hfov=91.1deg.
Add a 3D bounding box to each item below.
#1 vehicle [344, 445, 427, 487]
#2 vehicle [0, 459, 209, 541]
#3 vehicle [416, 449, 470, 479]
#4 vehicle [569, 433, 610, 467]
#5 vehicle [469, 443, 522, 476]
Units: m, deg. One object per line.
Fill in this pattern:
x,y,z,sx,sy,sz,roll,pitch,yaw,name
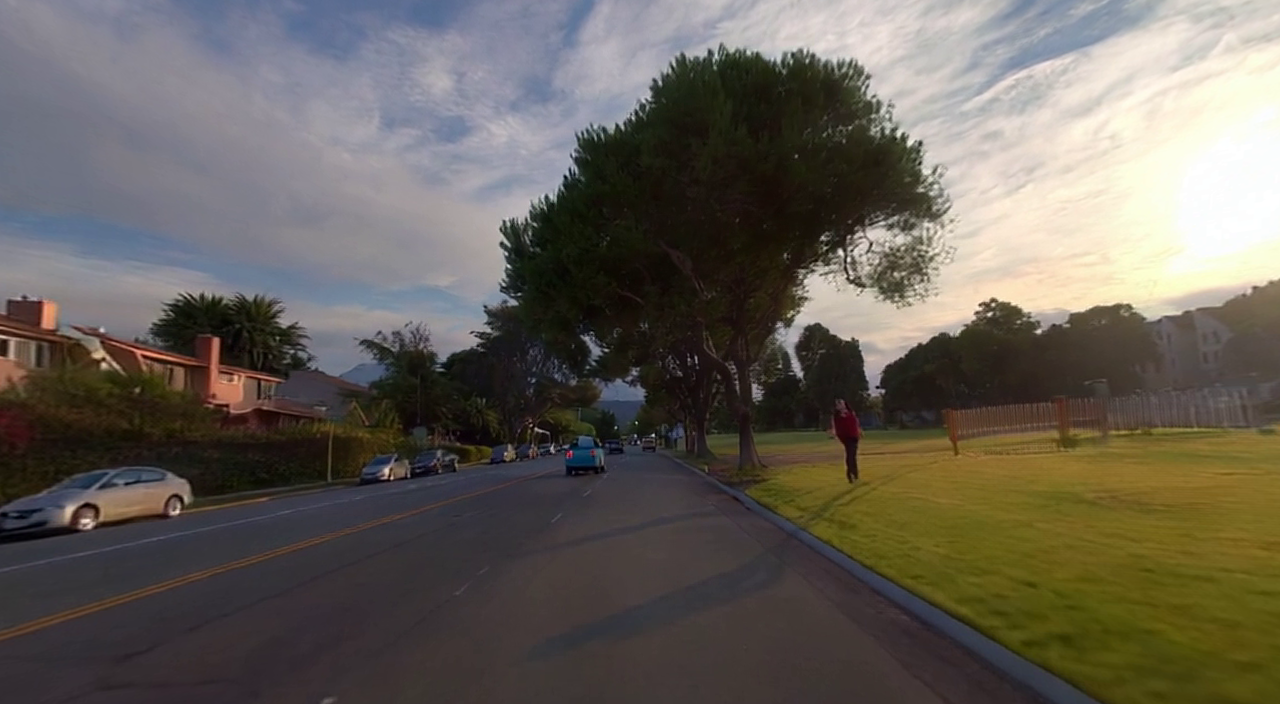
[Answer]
-11.934,5.344,29.850,1.904,1.728,4.997,1,-8,-1,vehicle
-12.345,3.206,14.235,1.887,1.469,4.691,0,-9,-1,vehicle
-11.936,6.794,38.328,1.910,1.462,4.581,-4,-7,-2,vehicle
-2.847,5.628,36.131,1.908,1.809,4.230,0,-8,1,vehicle
-8.752,6.524,38.417,2.019,1.907,4.697,0,-8,2,vehicle
